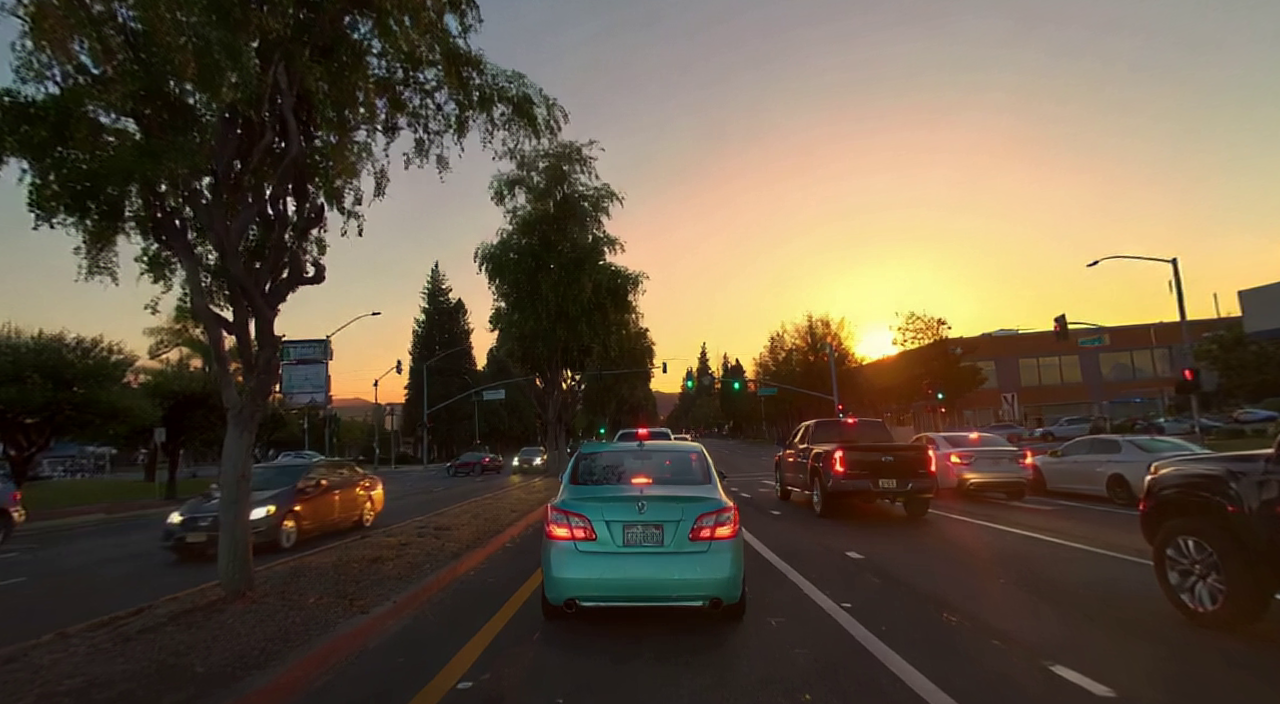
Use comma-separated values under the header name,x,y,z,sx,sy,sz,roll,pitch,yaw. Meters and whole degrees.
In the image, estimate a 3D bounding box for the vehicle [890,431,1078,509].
name,x,y,z,sx,sy,sz,roll,pitch,yaw
vehicle,7.590,2.617,14.530,1.856,1.487,4.454,-1,-8,1

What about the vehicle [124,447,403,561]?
name,x,y,z,sx,sy,sz,roll,pitch,yaw
vehicle,-6.026,2.423,10.959,2.005,1.503,4.559,-1,-8,1

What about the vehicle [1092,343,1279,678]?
name,x,y,z,sx,sy,sz,roll,pitch,yaw
vehicle,4.462,0.716,2.453,2.019,1.803,4.634,-1,-8,2

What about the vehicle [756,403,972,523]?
name,x,y,z,sx,sy,sz,roll,pitch,yaw
vehicle,4.169,2.213,13.117,2.319,1.930,5.651,0,-8,-1

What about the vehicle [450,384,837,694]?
name,x,y,z,sx,sy,sz,roll,pitch,yaw
vehicle,-0.014,1.310,5.522,2.116,1.677,3.948,0,-8,-1
